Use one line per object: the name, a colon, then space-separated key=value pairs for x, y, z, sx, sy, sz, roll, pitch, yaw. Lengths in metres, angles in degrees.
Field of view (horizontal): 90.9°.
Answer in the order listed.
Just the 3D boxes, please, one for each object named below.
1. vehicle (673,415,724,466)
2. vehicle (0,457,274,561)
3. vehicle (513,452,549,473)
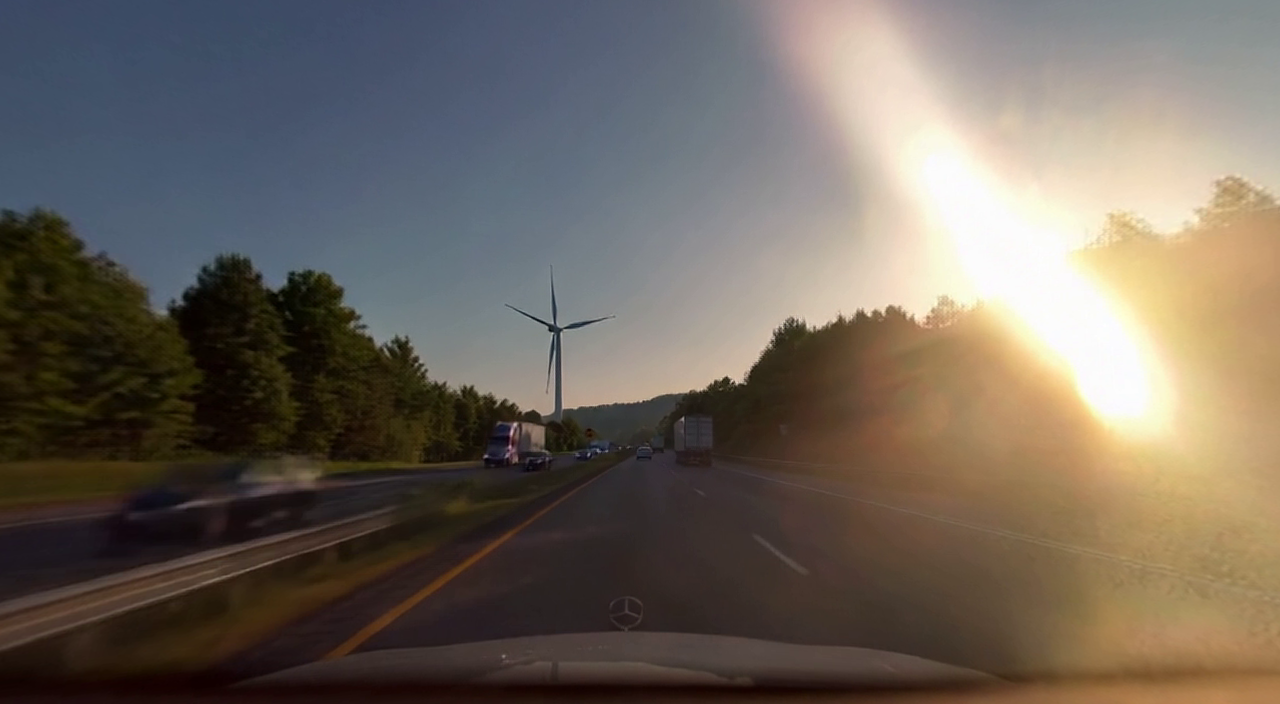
vehicle: x=4.387 y=7.024 z=49.417 sx=2.903 sy=3.602 sz=9.351 roll=0 pitch=-9 yaw=-1
vehicle: x=-8.793 y=2.701 z=11.469 sx=1.978 sy=1.498 sz=3.712 roll=0 pitch=-9 yaw=0
vehicle: x=-7.856 y=8.017 z=45.764 sx=1.843 sy=1.456 sz=3.733 roll=0 pitch=-9 yaw=1
